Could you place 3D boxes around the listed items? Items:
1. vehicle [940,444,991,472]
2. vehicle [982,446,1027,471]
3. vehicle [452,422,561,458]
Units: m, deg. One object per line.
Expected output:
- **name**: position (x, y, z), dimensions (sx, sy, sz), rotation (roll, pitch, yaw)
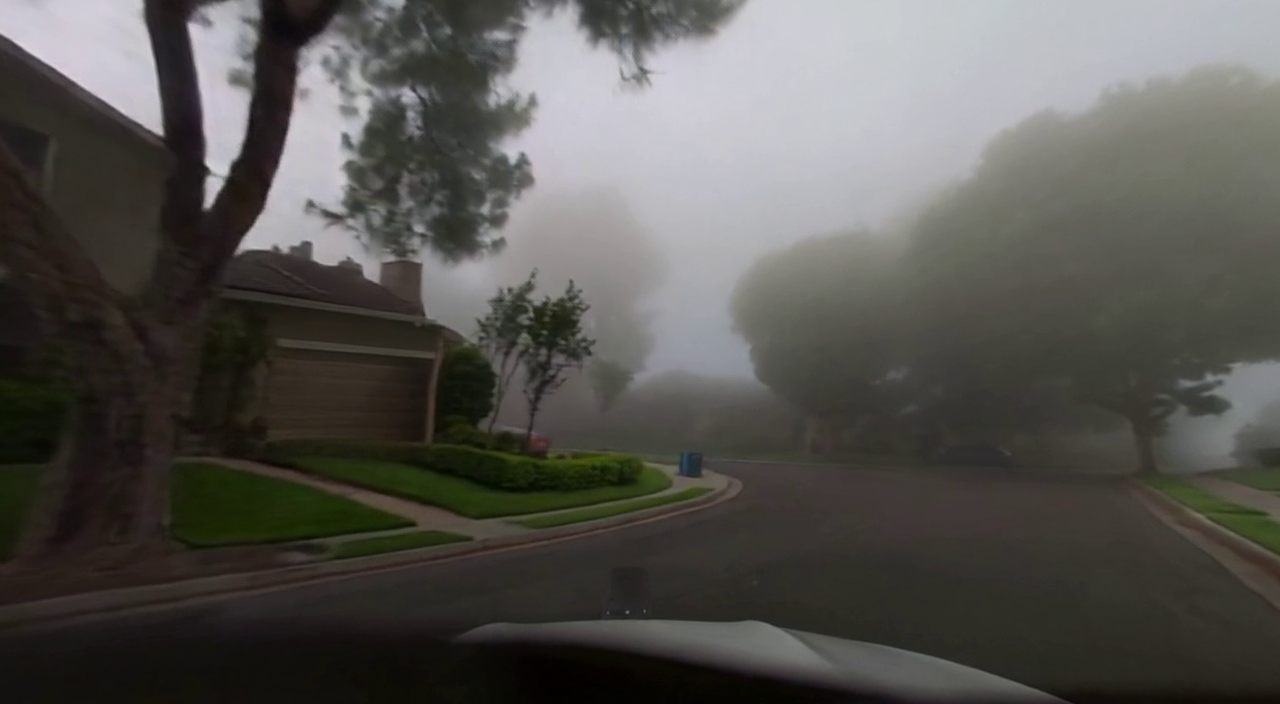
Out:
- **vehicle**: position (22.268, 7.209, 43.026), dimensions (2.180, 1.752, 4.700), rotation (-9, -12, 36)
- **vehicle**: position (28.156, 8.197, 48.619), dimensions (2.058, 1.749, 4.560), rotation (-10, -13, 40)
- **vehicle**: position (-6.365, 4.307, 30.613), dimensions (1.791, 1.517, 5.089), rotation (-10, -13, 39)
